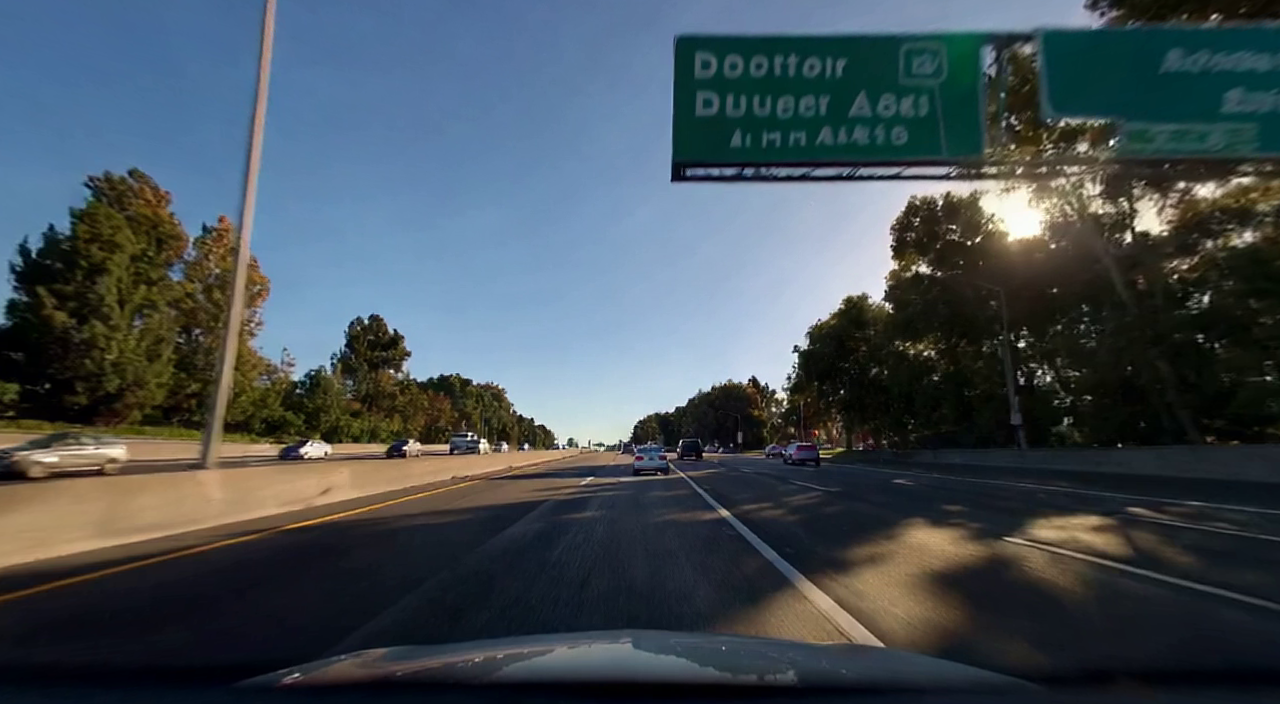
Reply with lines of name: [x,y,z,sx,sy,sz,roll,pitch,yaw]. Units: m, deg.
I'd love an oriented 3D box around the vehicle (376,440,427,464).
vehicle: [-18.672,7.832,49.600,2.118,1.761,4.873,0,-8,0]

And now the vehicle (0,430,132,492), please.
vehicle: [-18.283,3.262,19.167,1.965,1.662,4.370,0,-8,0]

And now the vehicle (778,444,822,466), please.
vehicle: [11.088,7.143,44.032,1.872,1.459,4.502,0,-8,0]

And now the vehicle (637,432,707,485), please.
vehicle: [1.031,3.798,22.780,2.105,1.711,4.293,0,-8,-2]
